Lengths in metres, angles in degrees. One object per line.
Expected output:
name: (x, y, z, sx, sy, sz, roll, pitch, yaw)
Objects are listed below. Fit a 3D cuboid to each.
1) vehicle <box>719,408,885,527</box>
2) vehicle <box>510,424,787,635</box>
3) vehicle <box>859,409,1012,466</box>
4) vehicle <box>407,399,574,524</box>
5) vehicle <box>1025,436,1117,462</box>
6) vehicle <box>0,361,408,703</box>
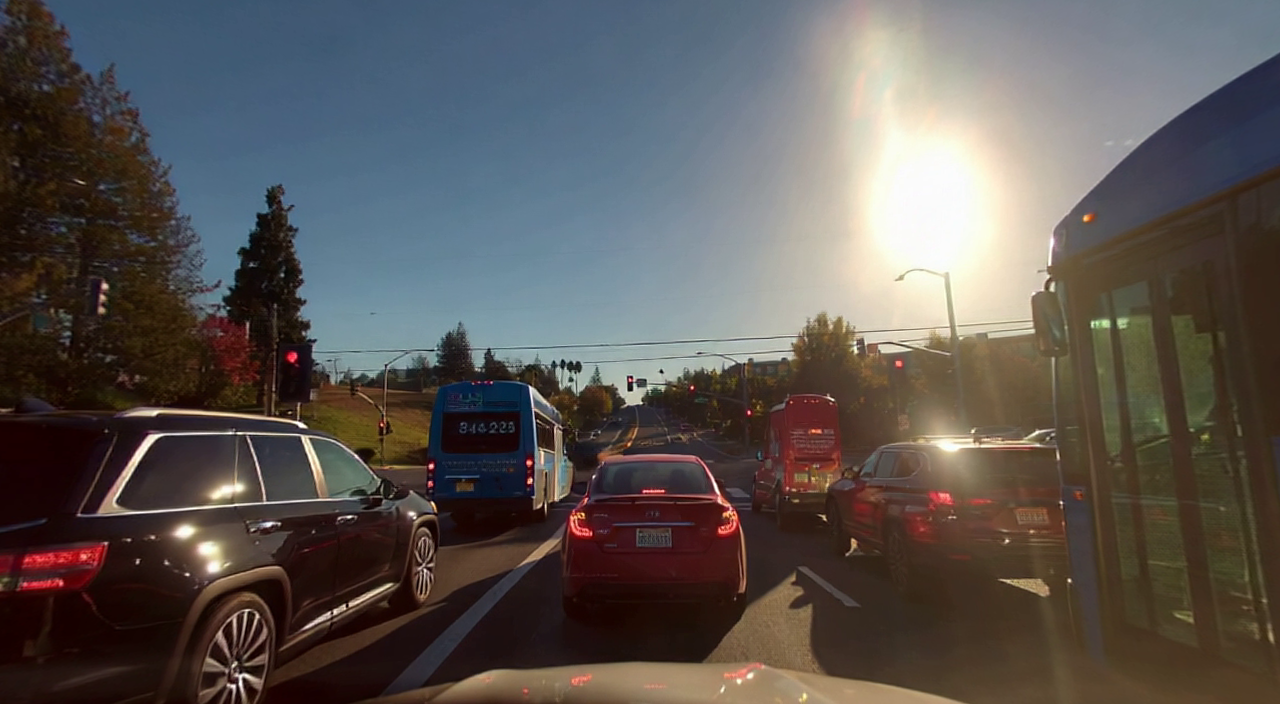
vehicle: (3.144, 2.399, 13.672, 2.143, 2.036, 5.367, 0, -8, 0)
vehicle: (0.057, 1.546, 6.405, 1.976, 1.485, 3.624, 0, -8, 0)
vehicle: (17.581, 5.133, 37.920, 7.839, 3.213, 2.628, 0, -9, -3)
vehicle: (-2.942, 2.348, 13.951, 2.335, 2.221, 5.165, 0, -8, 1)
vehicle: (25.860, 5.825, 37.986, 4.229, 1.489, 1.794, 0, -8, -1)
vehicle: (-3.415, 1.175, 4.621, 1.921, 1.701, 3.989, 0, -8, 0)
